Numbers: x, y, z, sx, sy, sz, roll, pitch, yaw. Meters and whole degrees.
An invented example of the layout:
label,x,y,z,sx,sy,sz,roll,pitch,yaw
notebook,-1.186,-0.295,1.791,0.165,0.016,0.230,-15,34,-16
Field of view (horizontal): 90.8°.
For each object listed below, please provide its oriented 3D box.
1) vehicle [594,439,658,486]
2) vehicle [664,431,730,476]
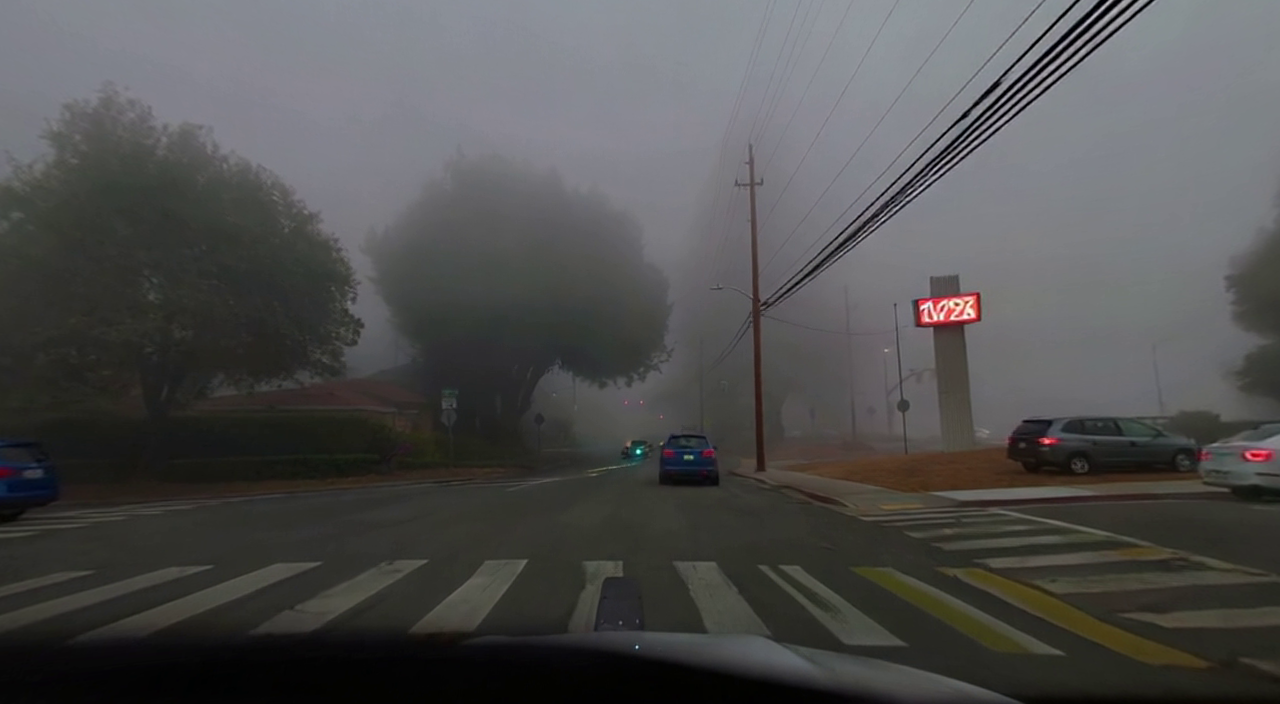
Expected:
label,x,y,z,sx,sy,sz,roll,pitch,yaw
vehicle,-0.566,3.693,21.425,1.874,1.427,3.976,1,-8,-5
vehicle,2.524,4.702,29.558,2.553,1.868,5.536,0,-8,0
